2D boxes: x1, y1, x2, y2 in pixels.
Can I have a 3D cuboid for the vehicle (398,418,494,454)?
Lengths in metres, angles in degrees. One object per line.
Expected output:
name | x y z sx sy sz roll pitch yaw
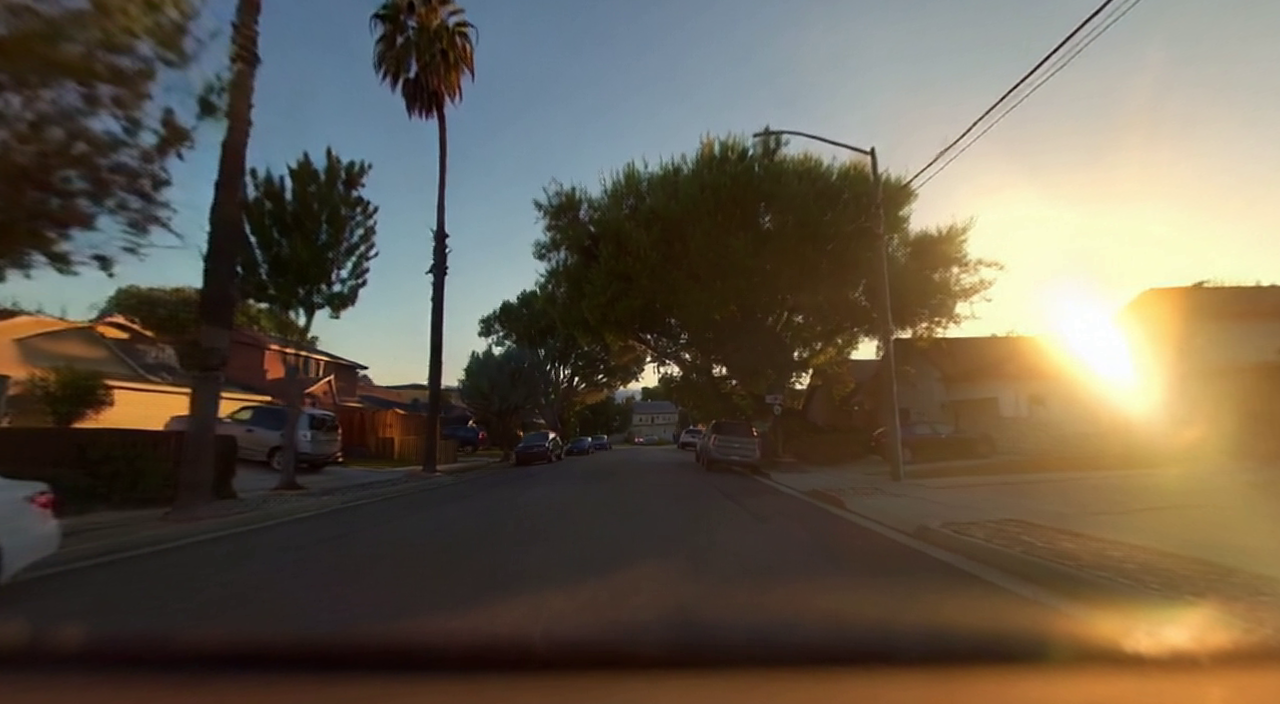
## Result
vehicle | -11.422 4.982 37.510 4.991 1.947 2.329 -1 -8 -1

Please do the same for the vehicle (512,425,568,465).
vehicle | -4.927 4.607 31.733 2.147 1.823 4.725 0 -7 -1

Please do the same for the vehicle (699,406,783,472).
vehicle | 3.415 3.144 22.738 2.184 2.038 6.212 0 -8 2

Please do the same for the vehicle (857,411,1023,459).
vehicle | 10.034 2.835 21.438 4.643 1.520 1.826 0 -8 3

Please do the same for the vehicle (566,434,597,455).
vehicle | -4.564 7.330 49.890 2.080 1.479 4.531 0 -10 -1

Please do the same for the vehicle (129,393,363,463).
vehicle | -11.542 2.293 18.858 5.340 1.948 2.398 0 -9 1
